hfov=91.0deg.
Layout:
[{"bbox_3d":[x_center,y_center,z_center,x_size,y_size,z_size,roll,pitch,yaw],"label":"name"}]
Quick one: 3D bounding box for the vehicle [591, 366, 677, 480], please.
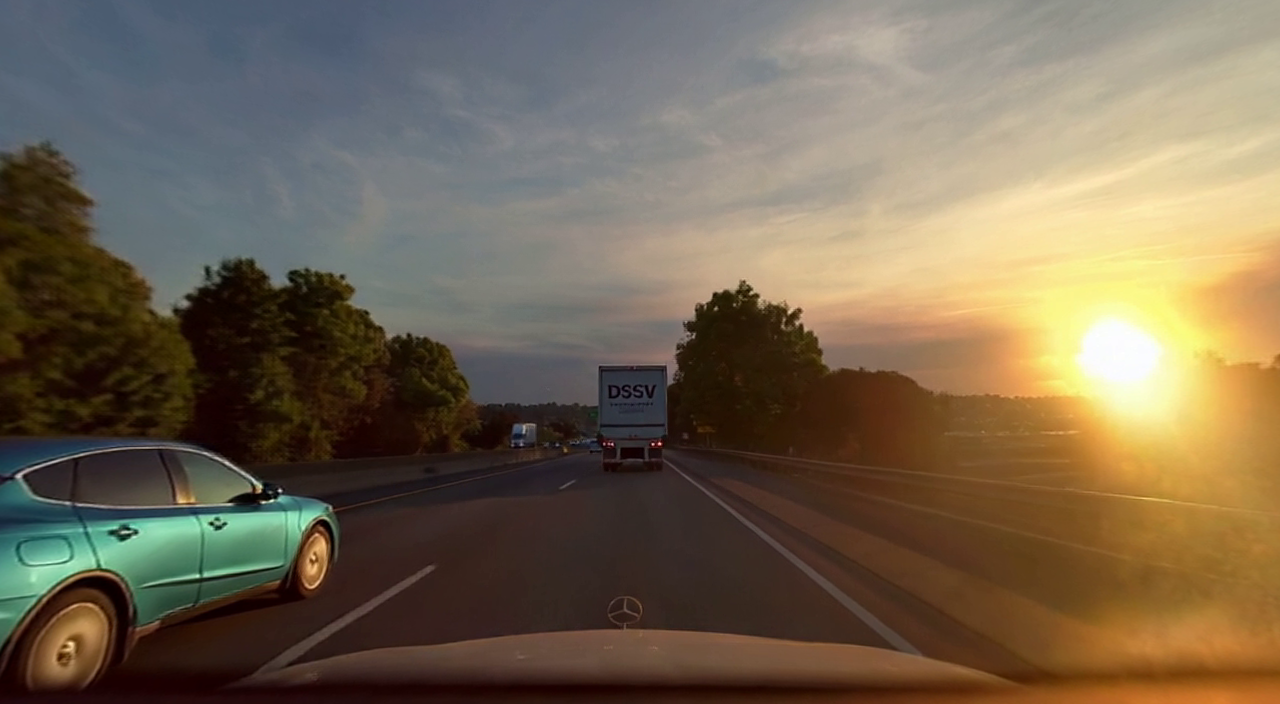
[{"bbox_3d":[-0.377,3.189,27.175,2.969,3.957,10.270,0,-8,-2],"label":"vehicle"}]
